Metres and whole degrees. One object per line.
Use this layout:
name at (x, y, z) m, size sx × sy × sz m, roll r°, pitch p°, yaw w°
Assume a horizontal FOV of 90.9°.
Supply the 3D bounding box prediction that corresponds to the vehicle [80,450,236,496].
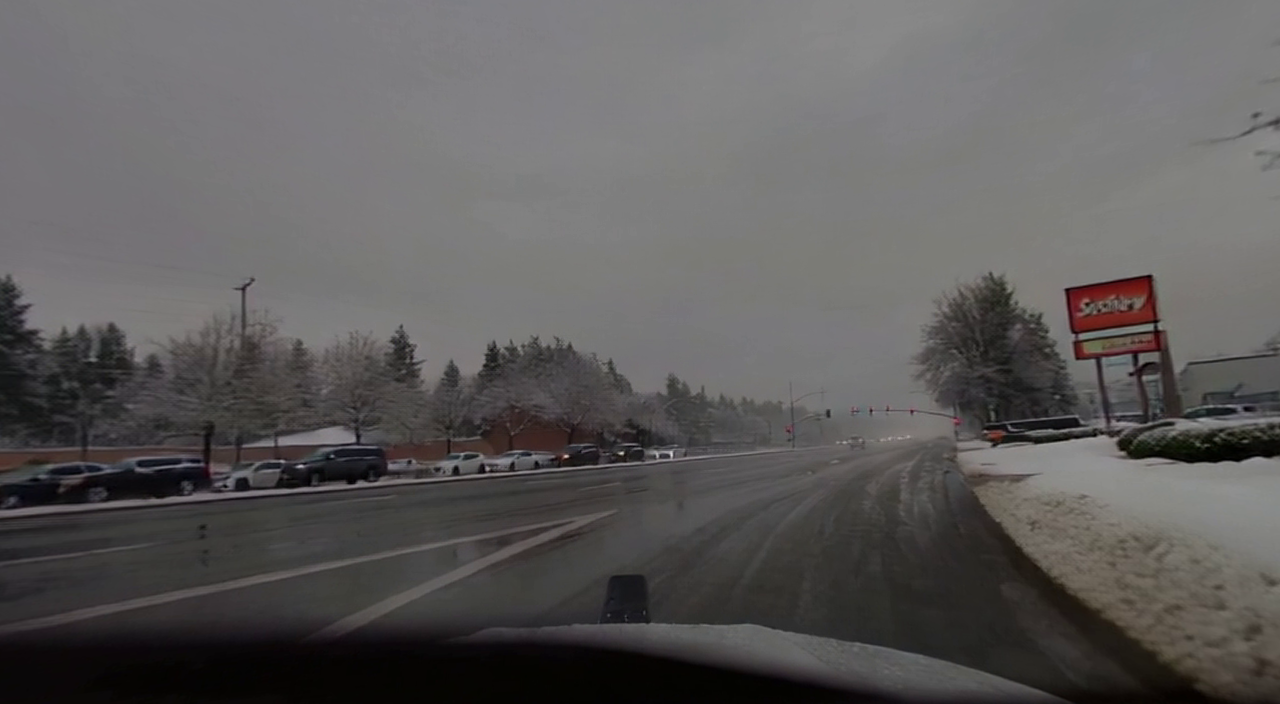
vehicle at (-19.590, 4.892, 25.866) m, size 1.876 × 1.642 × 4.600 m, roll -4°, pitch -9°, yaw 27°

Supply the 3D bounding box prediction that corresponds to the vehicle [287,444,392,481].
vehicle at (-15.694, 5.740, 33.192) m, size 1.969 × 1.758 × 4.662 m, roll -4°, pitch -9°, yaw 27°

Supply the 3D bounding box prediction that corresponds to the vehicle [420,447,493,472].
vehicle at (-11.622, 6.807, 40.233) m, size 1.832 × 1.473 × 4.377 m, roll -4°, pitch -10°, yaw 29°

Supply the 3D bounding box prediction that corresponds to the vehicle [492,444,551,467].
vehicle at (-8.614, 7.611, 46.198) m, size 1.851 × 1.450 × 4.396 m, roll -11°, pitch -13°, yaw 26°

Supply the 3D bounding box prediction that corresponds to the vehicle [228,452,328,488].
vehicle at (-21.190, 6.851, 37.116) m, size 2.123 × 1.897 × 4.580 m, roll -4°, pitch -9°, yaw 26°
